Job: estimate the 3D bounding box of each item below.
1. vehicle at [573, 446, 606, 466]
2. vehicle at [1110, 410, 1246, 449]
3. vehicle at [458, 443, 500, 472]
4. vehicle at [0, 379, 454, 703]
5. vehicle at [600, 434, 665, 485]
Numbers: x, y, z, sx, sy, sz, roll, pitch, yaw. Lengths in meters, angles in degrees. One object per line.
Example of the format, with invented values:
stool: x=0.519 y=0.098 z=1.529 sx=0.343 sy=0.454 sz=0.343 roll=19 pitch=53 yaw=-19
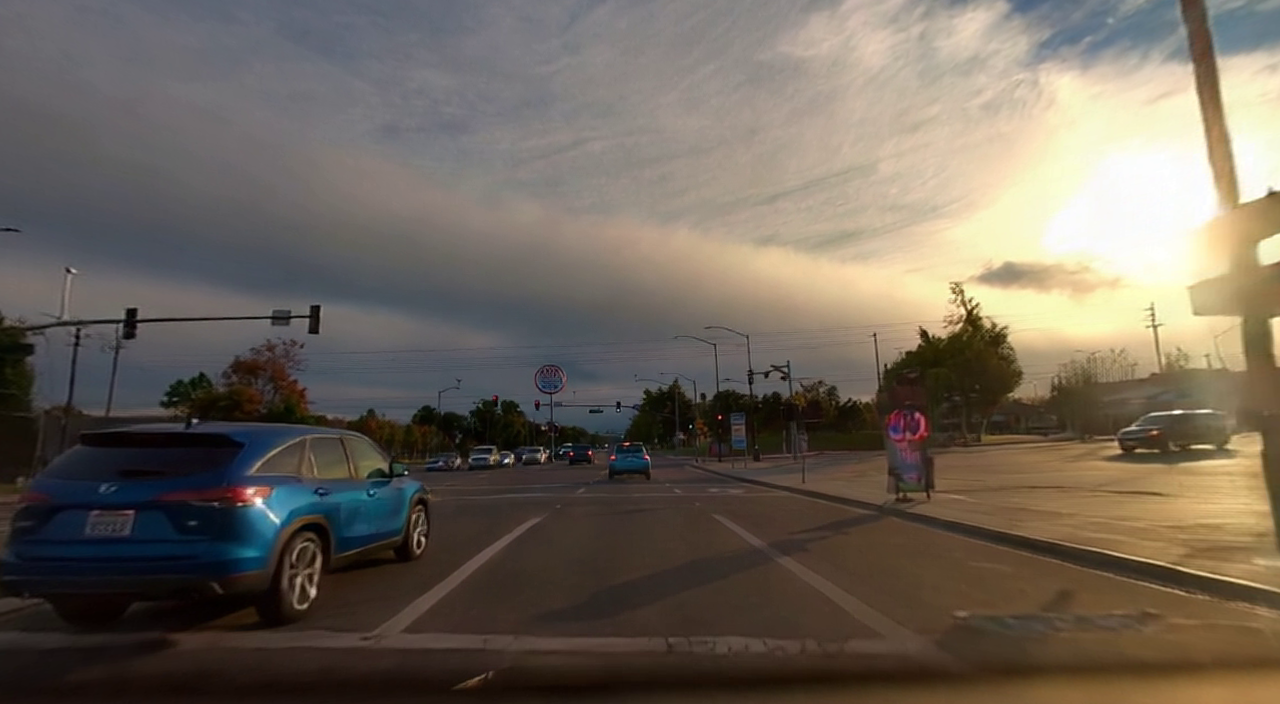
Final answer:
vehicle: x=-3.968 y=8.242 z=49.929 sx=2.192 sy=1.458 sz=4.594 roll=0 pitch=-8 yaw=1
vehicle: x=27.838 y=4.047 z=32.683 sx=5.102 sy=1.893 sz=2.120 roll=0 pitch=-9 yaw=-2
vehicle: x=-12.568 y=8.261 z=49.555 sx=2.172 sy=2.109 sz=5.009 roll=0 pitch=-8 yaw=-2
vehicle: x=-3.541 y=1.369 z=5.783 sx=2.247 sy=1.734 sz=4.919 roll=0 pitch=-8 yaw=-1
vehicle: x=-0.397 y=4.633 z=27.531 sx=2.552 sy=1.999 sz=5.498 roll=0 pitch=-8 yaw=-2
